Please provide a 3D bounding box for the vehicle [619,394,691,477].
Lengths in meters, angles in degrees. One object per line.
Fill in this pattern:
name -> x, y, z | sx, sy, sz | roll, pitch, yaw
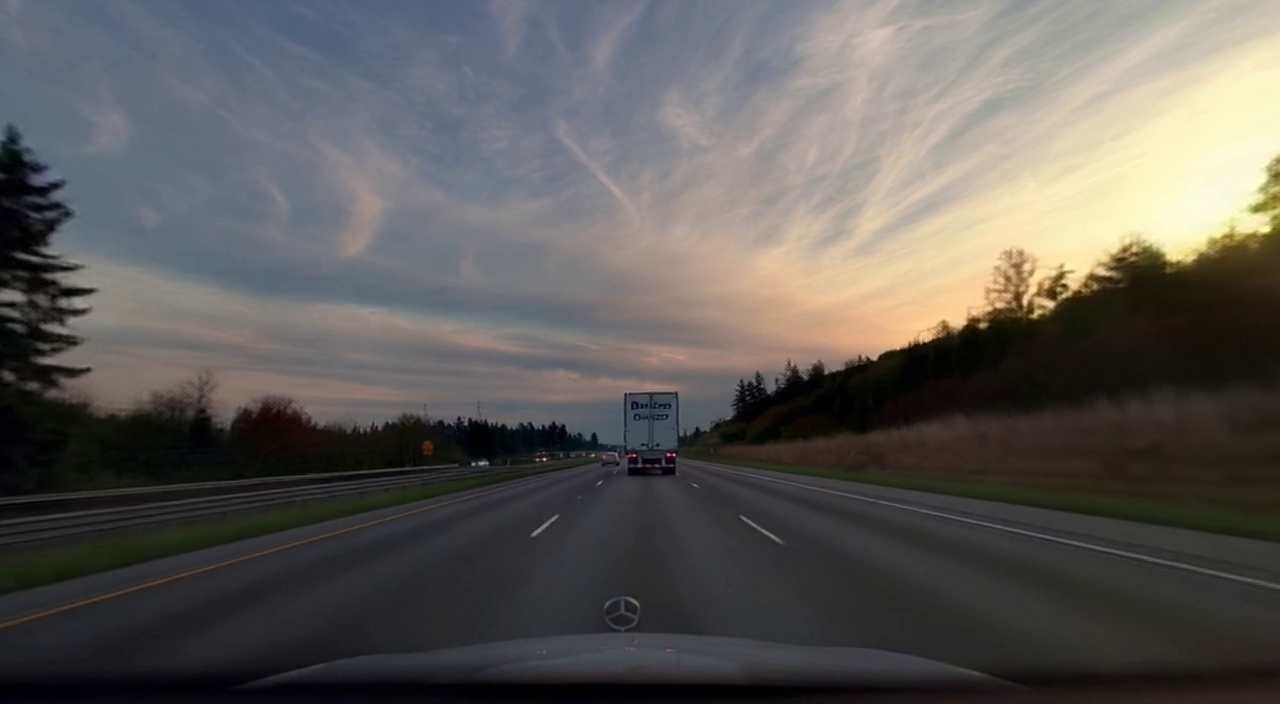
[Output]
vehicle -> 0.807, 5.439, 39.618 | 3.537, 4.071, 17.399 | 0, -9, 1
